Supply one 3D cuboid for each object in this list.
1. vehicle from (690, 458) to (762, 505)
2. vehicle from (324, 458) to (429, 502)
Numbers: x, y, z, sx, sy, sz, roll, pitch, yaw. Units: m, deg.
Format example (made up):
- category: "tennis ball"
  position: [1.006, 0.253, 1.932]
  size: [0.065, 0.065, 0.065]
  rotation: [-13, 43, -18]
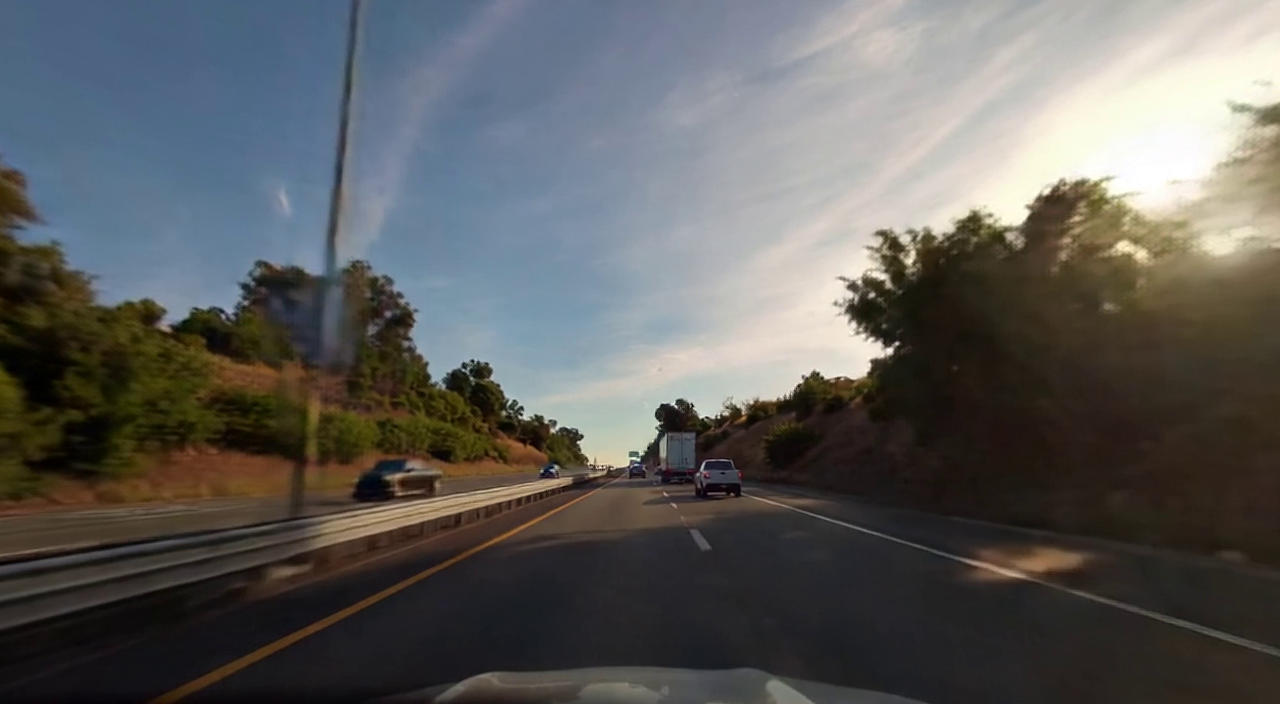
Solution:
- category: "vehicle"
  position: [3.299, 5.136, 25.195]
  size: [2.124, 1.662, 4.641]
  rotation: [1, -10, -1]
- category: "vehicle"
  position: [-10.354, 5.061, 25.175]
  size: [2.228, 1.550, 4.490]
  rotation: [1, -10, 0]
